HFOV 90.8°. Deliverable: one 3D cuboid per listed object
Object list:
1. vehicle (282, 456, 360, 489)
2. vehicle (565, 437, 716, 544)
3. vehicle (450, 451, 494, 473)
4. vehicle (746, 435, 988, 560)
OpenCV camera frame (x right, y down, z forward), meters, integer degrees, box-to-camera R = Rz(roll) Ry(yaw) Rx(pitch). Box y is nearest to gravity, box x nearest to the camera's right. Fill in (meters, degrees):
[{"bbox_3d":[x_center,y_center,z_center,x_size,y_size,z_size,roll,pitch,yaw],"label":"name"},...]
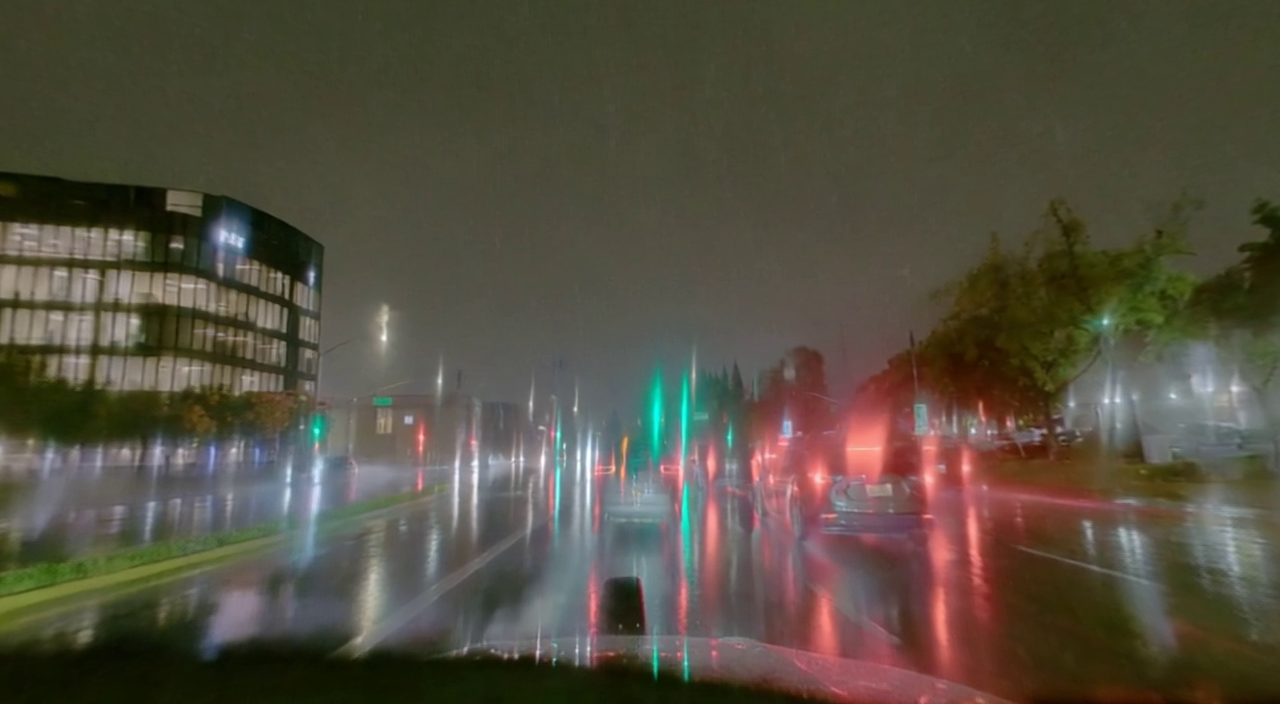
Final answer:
[{"bbox_3d":[-16.543,6.241,33.034,1.864,1.489,4.346,0,-8,0],"label":"vehicle"},{"bbox_3d":[-0.040,2.254,10.983,2.105,1.474,4.127,0,-8,-1],"label":"vehicle"},{"bbox_3d":[-12.551,8.264,47.604,2.020,1.533,4.620,0,-8,0],"label":"vehicle"},{"bbox_3d":[3.129,2.090,9.943,1.995,1.483,4.533,0,-8,-2],"label":"vehicle"}]
